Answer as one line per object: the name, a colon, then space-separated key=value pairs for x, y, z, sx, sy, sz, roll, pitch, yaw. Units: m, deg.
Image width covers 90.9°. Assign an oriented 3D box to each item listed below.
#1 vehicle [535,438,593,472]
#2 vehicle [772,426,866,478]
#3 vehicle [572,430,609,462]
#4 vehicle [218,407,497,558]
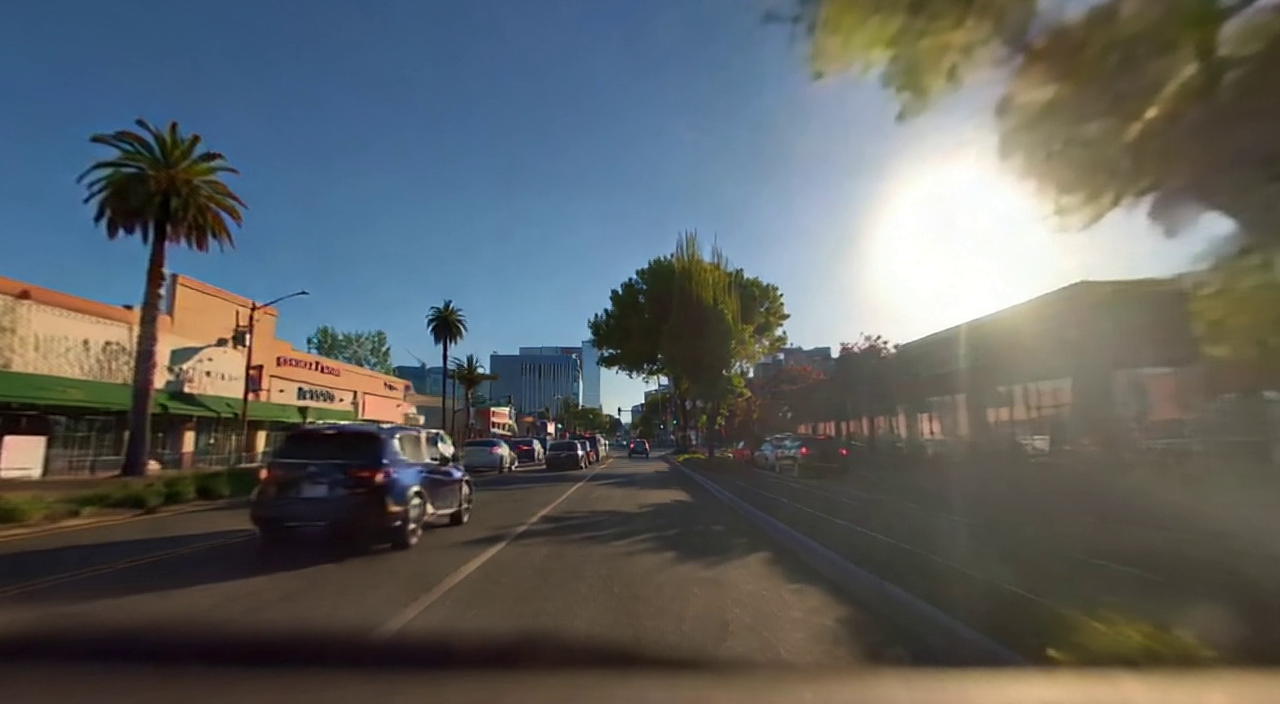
vehicle: x=-3.458 y=4.798 z=29.646 sx=2.044 sy=1.462 sz=4.624 roll=0 pitch=-8 yaw=1
vehicle: x=7.431 y=4.245 z=26.947 sx=2.256 sy=1.936 sz=5.838 roll=0 pitch=-8 yaw=0
vehicle: x=-3.216 y=6.249 z=41.907 sx=2.158 sy=2.040 sz=4.511 roll=0 pitch=-8 yaw=0
vehicle: x=-3.573 y=1.741 z=9.027 sx=2.024 sy=1.636 sz=4.121 roll=0 pitch=-8 yaw=1
